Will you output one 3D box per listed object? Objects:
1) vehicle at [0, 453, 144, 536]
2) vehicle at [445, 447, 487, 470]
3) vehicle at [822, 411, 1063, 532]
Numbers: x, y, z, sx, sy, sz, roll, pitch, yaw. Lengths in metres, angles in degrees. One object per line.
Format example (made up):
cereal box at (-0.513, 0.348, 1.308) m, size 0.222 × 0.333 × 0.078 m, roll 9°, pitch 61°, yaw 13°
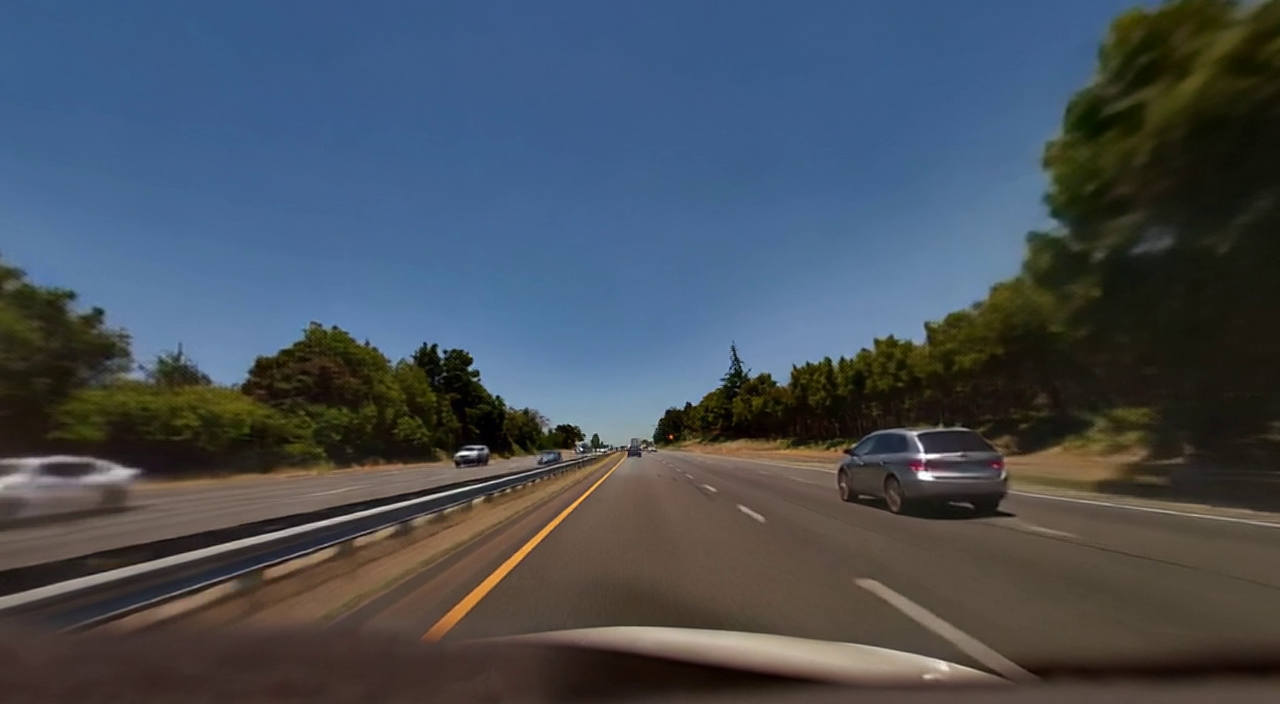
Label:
vehicle at (-12.736, 2.798, 12.596) m, size 1.944 × 1.474 × 4.503 m, roll 0°, pitch -9°, yaw -1°
vehicle at (-13.263, 8.113, 48.261) m, size 2.024 × 1.663 × 4.158 m, roll 0°, pitch -9°, yaw 0°
vehicle at (5.200, 2.134, 11.760) m, size 2.117 × 1.783 × 4.627 m, roll 0°, pitch -9°, yaw -1°
